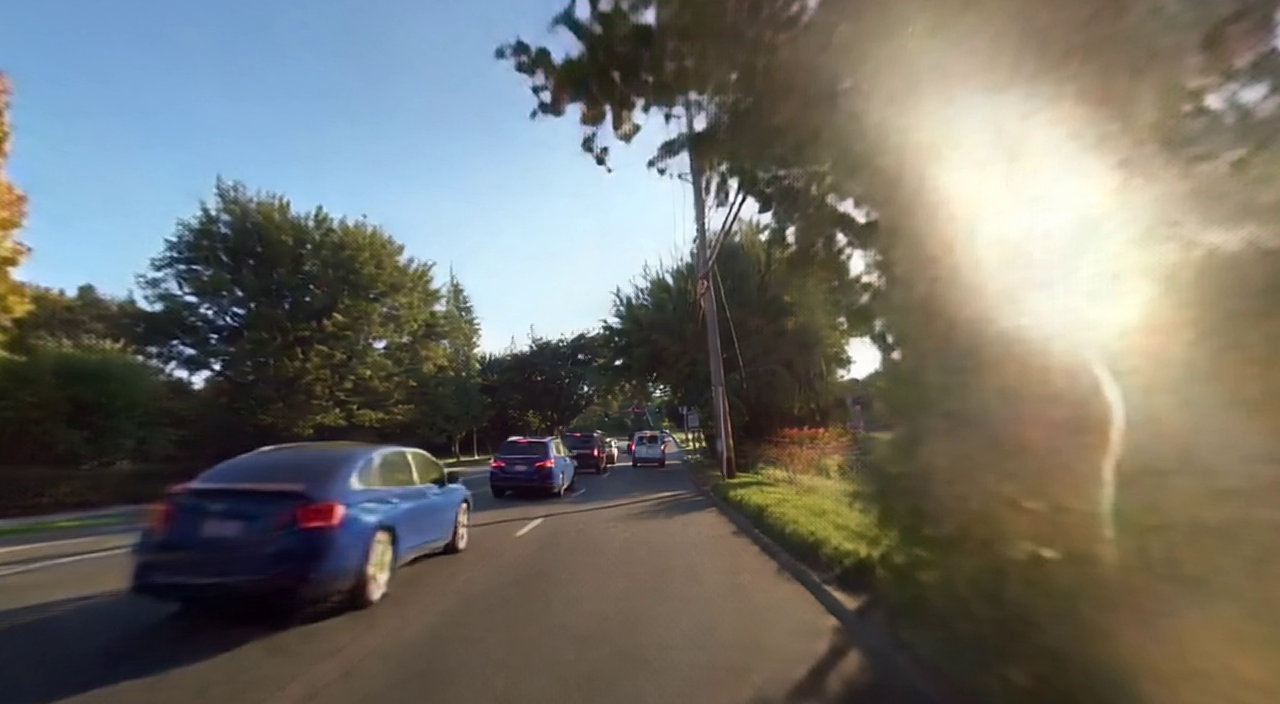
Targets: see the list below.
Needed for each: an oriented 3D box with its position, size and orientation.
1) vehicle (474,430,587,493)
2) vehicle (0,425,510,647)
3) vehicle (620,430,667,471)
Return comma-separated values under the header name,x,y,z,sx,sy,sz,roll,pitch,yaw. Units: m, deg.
name,x,y,z,sx,sy,sz,roll,pitch,yaw
vehicle,-2.909,3.070,18.031,2.180,1.546,4.755,0,-9,3
vehicle,-3.164,1.608,6.794,2.260,1.465,4.972,-1,-8,2
vehicle,0.258,5.047,32.438,2.241,1.912,4.095,-1,-8,2
